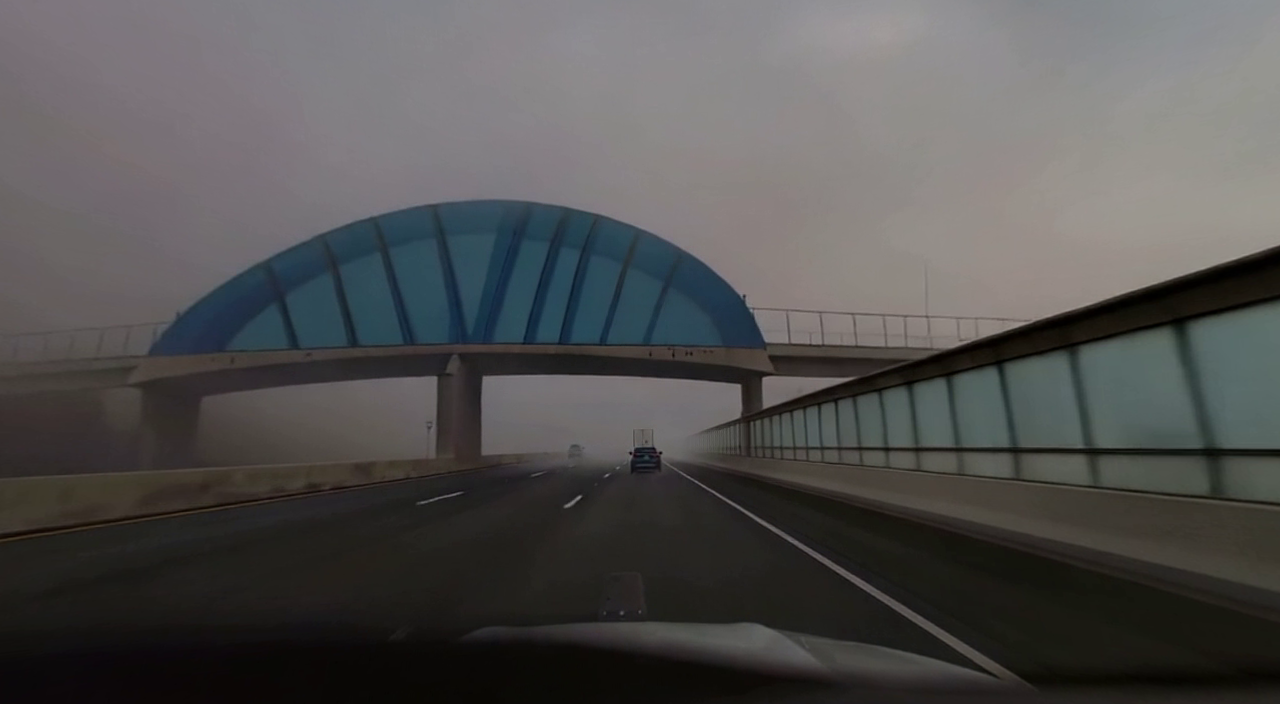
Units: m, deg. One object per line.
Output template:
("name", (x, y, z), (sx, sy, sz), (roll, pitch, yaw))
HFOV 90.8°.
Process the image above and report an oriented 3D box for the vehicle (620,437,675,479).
("vehicle", (0.286, 4.824, 28.829), (2.299, 1.716, 4.579), (0, -9, 0))
